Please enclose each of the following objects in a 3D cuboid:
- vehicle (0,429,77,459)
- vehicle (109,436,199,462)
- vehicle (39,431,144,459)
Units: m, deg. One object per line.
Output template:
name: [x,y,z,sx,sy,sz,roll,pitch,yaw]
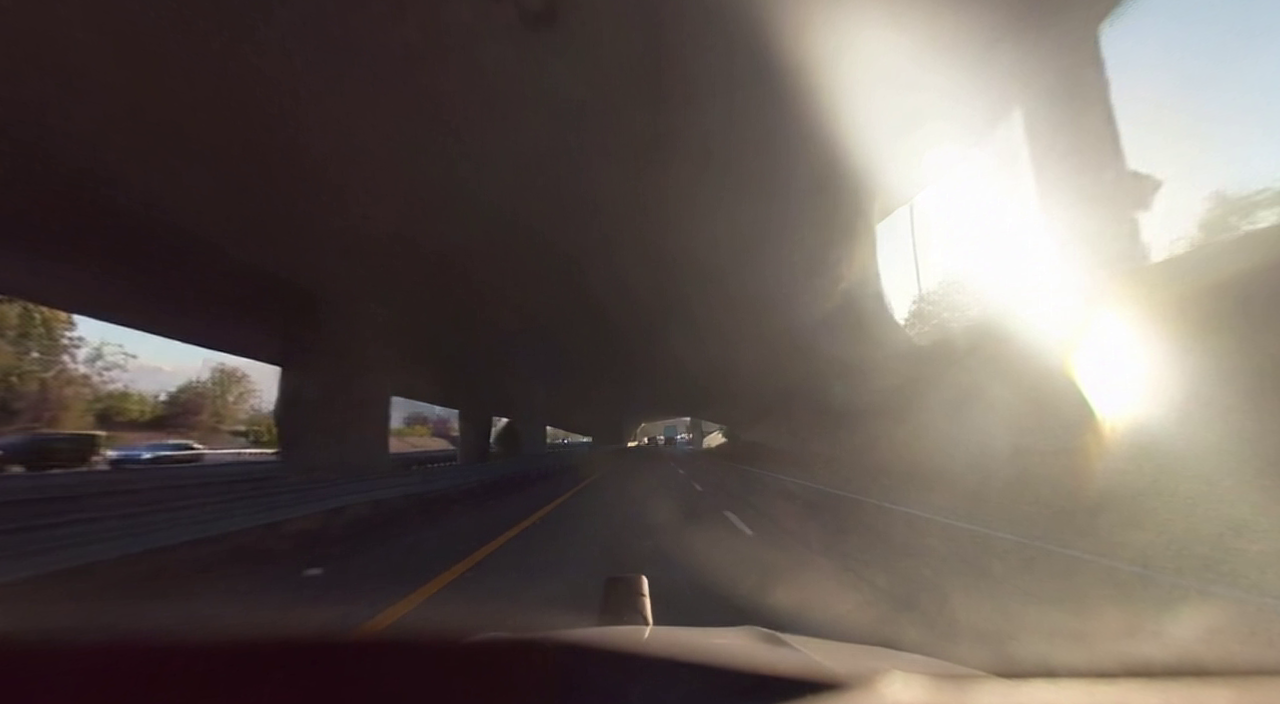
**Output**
vehicle: [-32.643,4.812,32.856,1.906,1.501,5.170,0,-8,-1]
vehicle: [-32.498,6.488,42.428,1.956,1.618,5.165,0,-8,0]
vehicle: [-32.577,5.539,37.684,1.970,1.540,5.053,0,-8,-4]
